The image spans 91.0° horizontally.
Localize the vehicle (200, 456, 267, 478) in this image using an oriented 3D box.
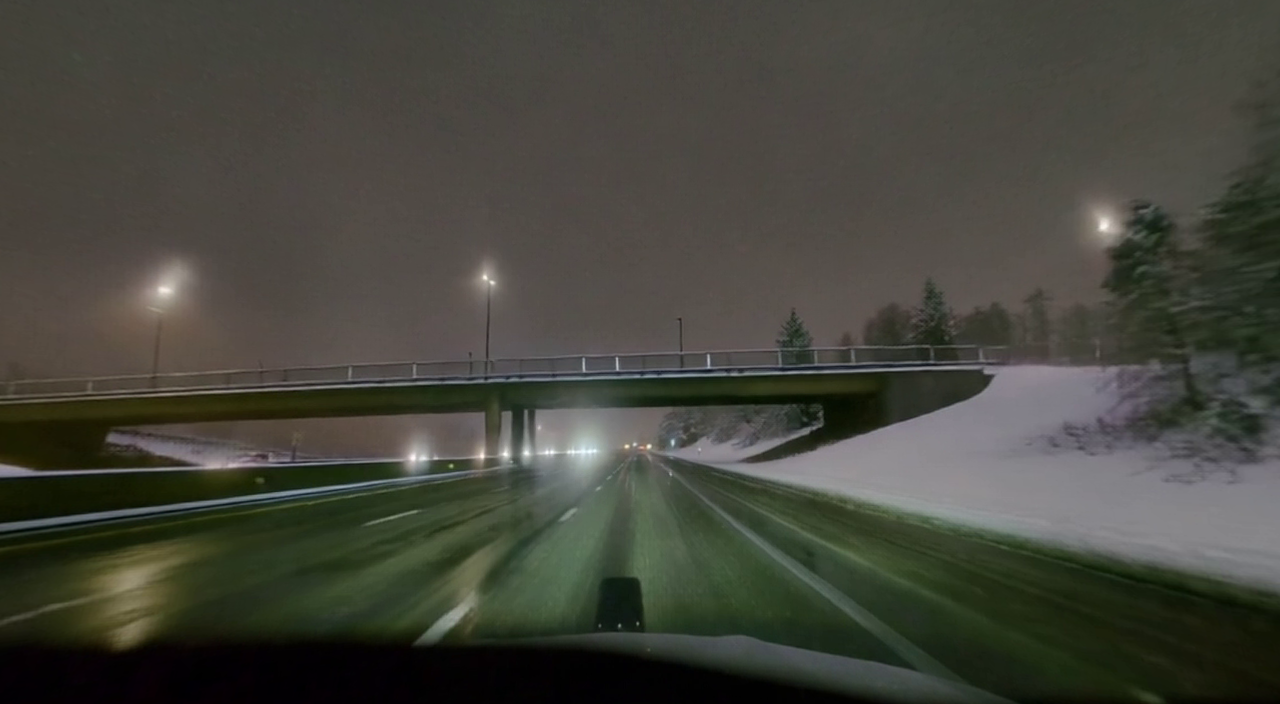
[{"bbox_3d":[-32.025,9.049,49.779,1.926,1.548,4.905,0,-9,1],"label":"vehicle"}]
